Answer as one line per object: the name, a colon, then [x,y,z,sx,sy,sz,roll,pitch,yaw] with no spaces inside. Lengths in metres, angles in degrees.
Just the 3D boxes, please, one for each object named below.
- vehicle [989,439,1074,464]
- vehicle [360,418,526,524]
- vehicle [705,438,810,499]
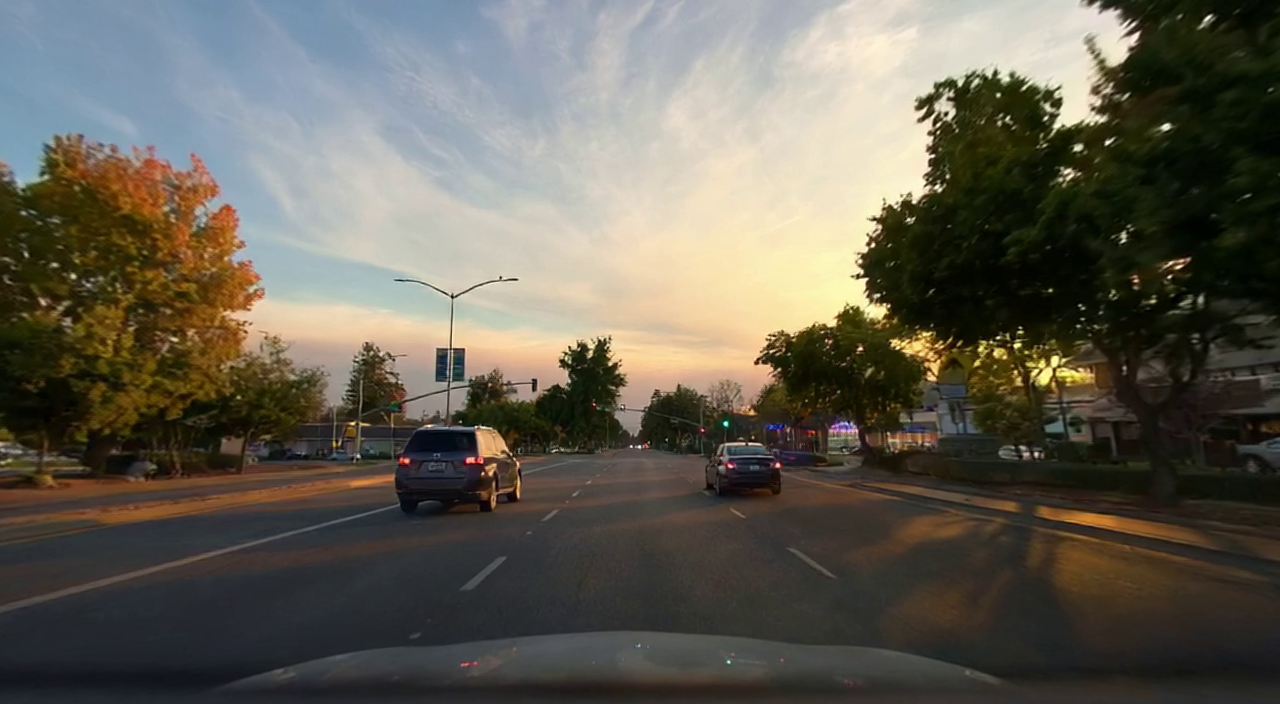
vehicle: [29.057,7.404,47.020,4.810,1.627,1.991,-3,-9,6]
vehicle: [-3.816,2.402,13.227,1.997,1.806,4.500,0,-9,0]
vehicle: [3.210,3.301,18.320,1.975,1.502,4.787,0,-9,-2]
